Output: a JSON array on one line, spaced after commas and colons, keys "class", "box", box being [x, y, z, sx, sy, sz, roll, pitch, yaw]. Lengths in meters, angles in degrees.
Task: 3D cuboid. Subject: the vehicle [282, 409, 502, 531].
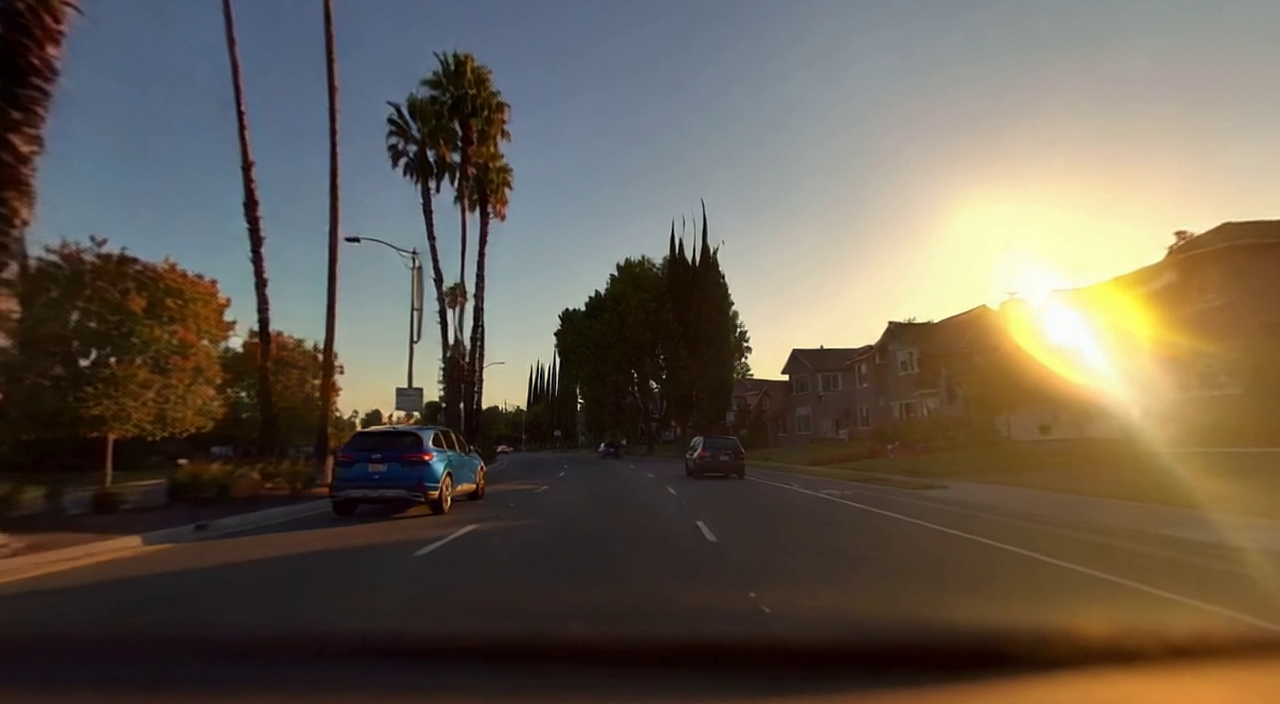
[{"class": "vehicle", "box": [-4.147, 2.072, 11.621, 2.150, 1.768, 4.868, 0, -8, -1]}]

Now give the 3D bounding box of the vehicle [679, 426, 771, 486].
[{"class": "vehicle", "box": [2.760, 3.531, 21.612, 2.195, 1.804, 4.658, 1, -8, -4]}]
